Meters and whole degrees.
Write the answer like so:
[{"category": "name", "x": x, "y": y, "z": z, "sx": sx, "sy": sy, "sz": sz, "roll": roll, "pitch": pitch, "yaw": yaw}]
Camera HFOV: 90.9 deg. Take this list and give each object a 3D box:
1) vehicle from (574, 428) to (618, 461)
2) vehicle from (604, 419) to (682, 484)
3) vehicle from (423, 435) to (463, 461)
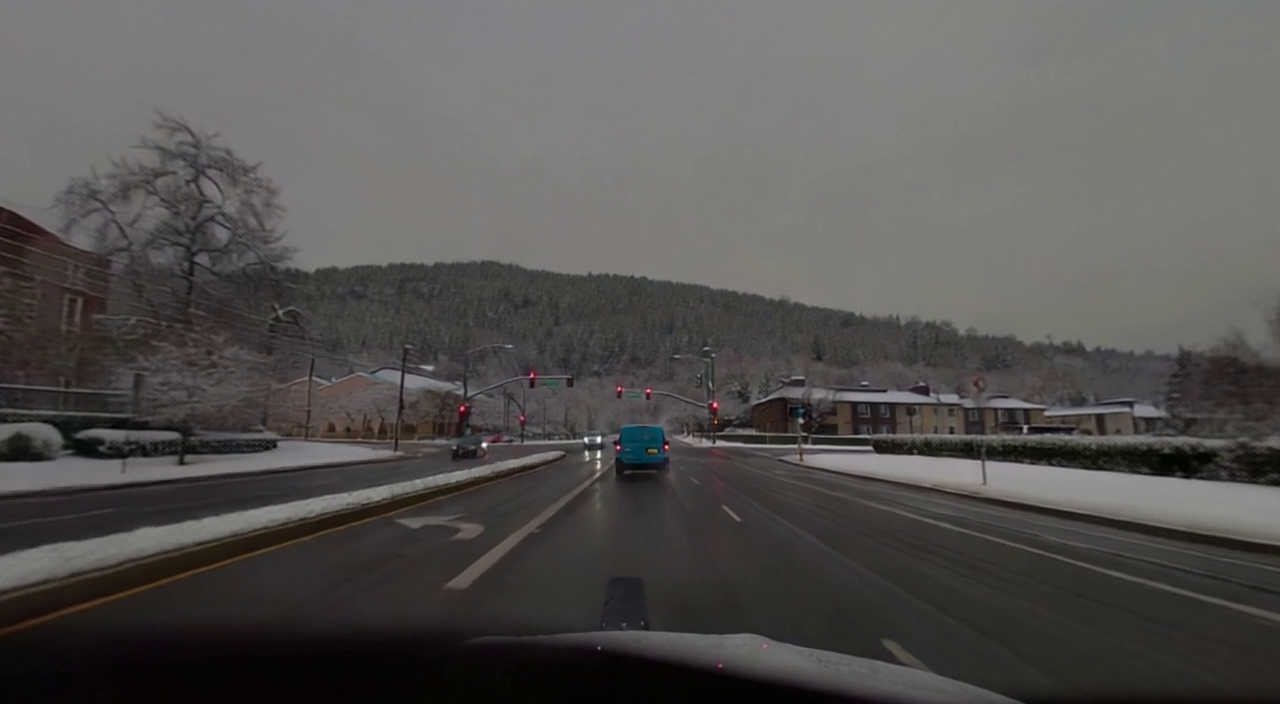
[{"category": "vehicle", "x": -2.480, "y": 5.346, "z": 36.550, "sx": 2.131, "sy": 1.783, "sz": 4.540, "roll": 0, "pitch": -8, "yaw": 1}, {"category": "vehicle", "x": 0.105, "y": 3.117, "z": 19.942, "sx": 2.185, "sy": 1.822, "sz": 4.391, "roll": 0, "pitch": -8, "yaw": 1}, {"category": "vehicle", "x": -12.020, "y": 5.898, "z": 38.731, "sx": 1.991, "sy": 1.469, "sz": 4.596, "roll": 2, "pitch": -9, "yaw": -13}]
